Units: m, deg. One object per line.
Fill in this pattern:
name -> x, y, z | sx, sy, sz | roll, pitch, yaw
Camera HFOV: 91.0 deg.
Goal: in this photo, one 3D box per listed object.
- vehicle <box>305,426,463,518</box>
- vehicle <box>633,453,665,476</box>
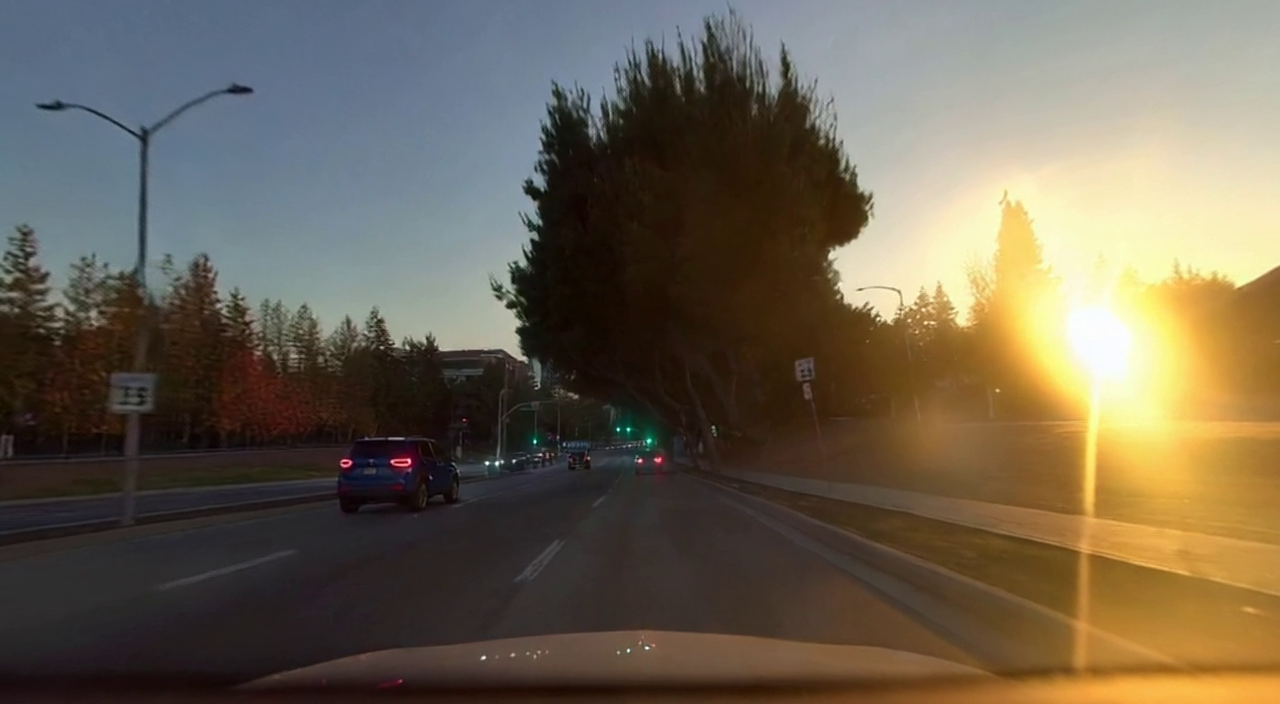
vehicle -> -5.993, 2.846, 15.437 | 2.027, 1.908, 4.273 | 0, -9, 0
vehicle -> 0.588, 7.806, 43.862 | 2.091, 1.494, 3.962 | 0, -9, -1
